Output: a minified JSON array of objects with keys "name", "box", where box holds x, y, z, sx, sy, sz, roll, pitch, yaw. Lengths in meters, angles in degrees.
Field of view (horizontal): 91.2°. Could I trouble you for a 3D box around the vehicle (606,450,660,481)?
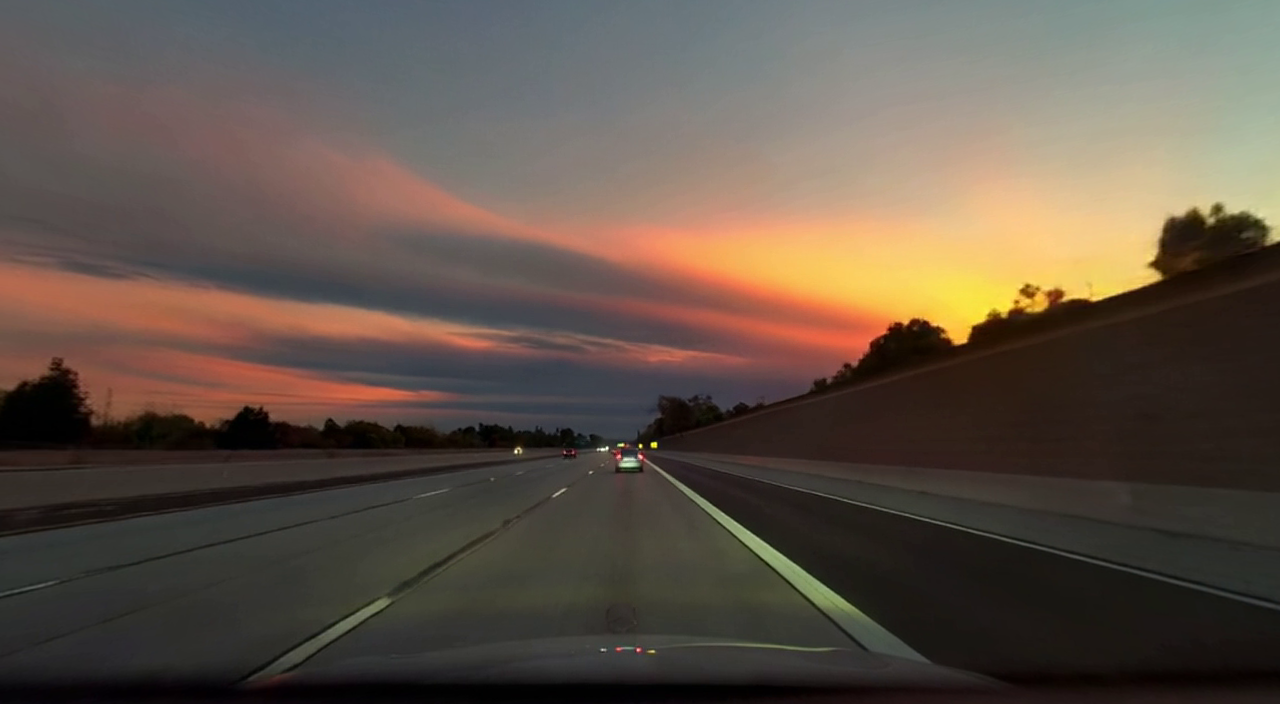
[{"name":"vehicle","box":[-0.388,5.455,30.434,2.398,1.336,5.698,0,-9,-2]}]
